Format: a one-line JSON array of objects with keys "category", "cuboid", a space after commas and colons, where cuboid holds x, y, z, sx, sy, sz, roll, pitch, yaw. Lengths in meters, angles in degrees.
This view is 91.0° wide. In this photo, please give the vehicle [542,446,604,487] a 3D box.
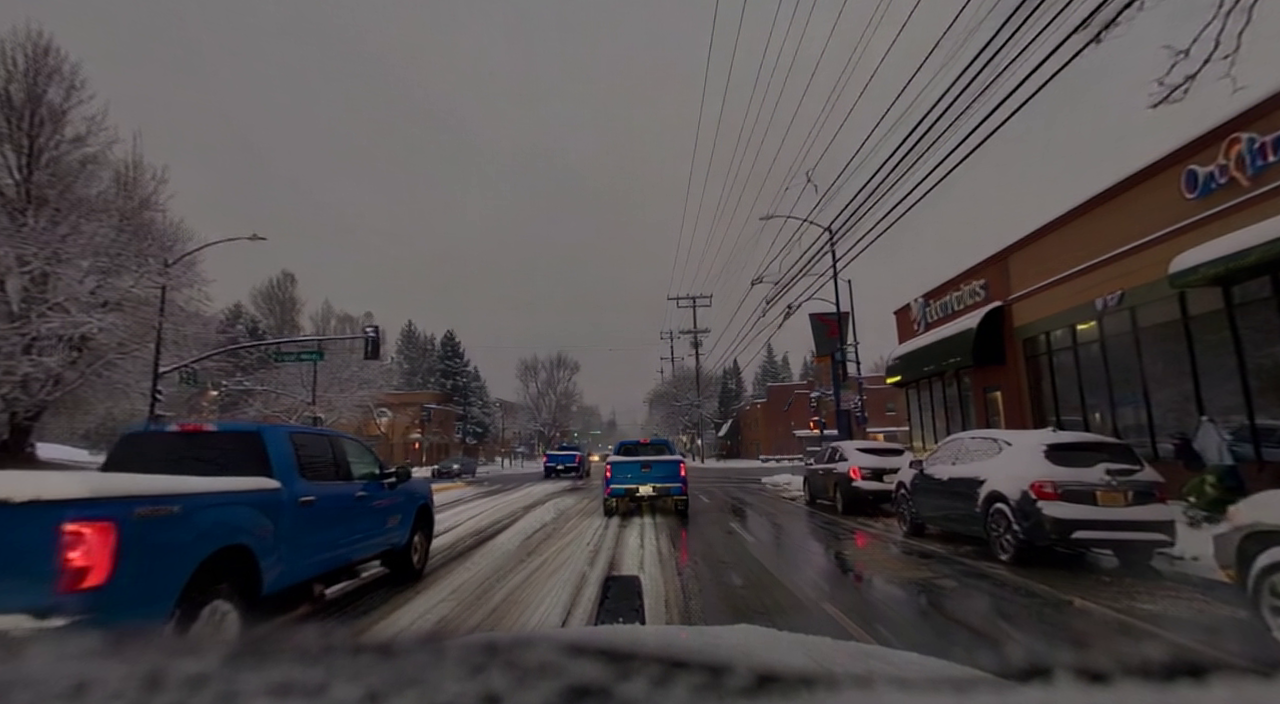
[{"category": "vehicle", "cuboid": [-3.135, 5.530, 30.811, 2.140, 1.768, 5.092, 0, -9, 4]}]

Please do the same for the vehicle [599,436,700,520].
[{"category": "vehicle", "cuboid": [0.374, 2.957, 15.433, 2.089, 1.699, 4.650, 0, -9, 4]}]

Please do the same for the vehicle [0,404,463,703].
[{"category": "vehicle", "cuboid": [-3.145, 1.342, 4.935, 1.995, 1.554, 4.618, 0, -9, 2]}]

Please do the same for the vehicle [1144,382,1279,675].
[{"category": "vehicle", "cuboid": [4.884, 0.875, 2.490, 2.014, 1.755, 4.520, 0, -9, 0]}]

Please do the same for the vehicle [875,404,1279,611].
[{"category": "vehicle", "cuboid": [4.921, 1.733, 8.016, 2.007, 1.786, 4.870, 0, -9, 0]}]

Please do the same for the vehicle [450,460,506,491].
[{"category": "vehicle", "cuboid": [-9.172, 6.988, 35.967, 1.918, 1.522, 4.486, 0, -9, 1]}]
